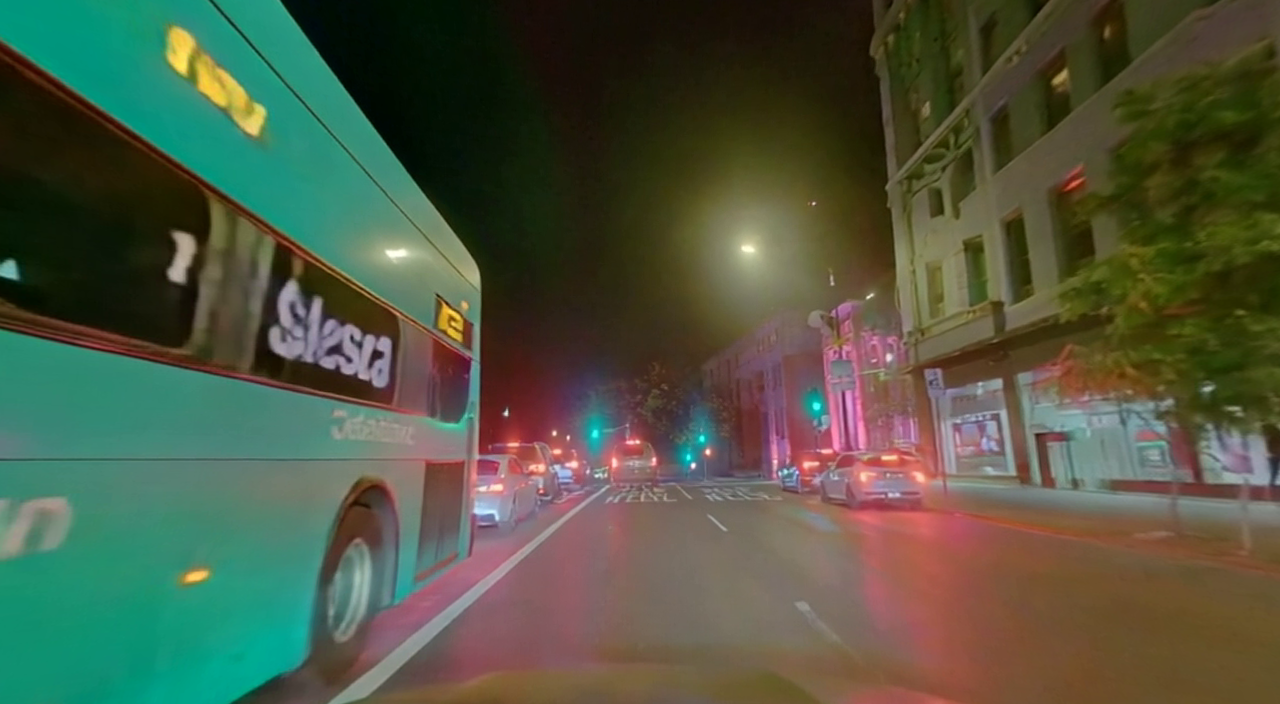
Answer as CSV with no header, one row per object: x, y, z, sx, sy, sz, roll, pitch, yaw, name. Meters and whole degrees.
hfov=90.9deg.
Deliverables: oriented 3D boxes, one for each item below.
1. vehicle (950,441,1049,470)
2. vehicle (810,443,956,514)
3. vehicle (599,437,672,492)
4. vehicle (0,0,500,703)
20.679,5.941,36.368,4.598,1.519,1.994,0,-8,-9,vehicle
5.938,3.106,16.105,1.919,1.529,4.558,0,-9,0,vehicle
-0.098,3.983,22.724,2.328,1.746,5.072,0,-9,1,vehicle
-3.073,-0.203,0.296,2.922,3.323,13.151,0,-9,0,vehicle
